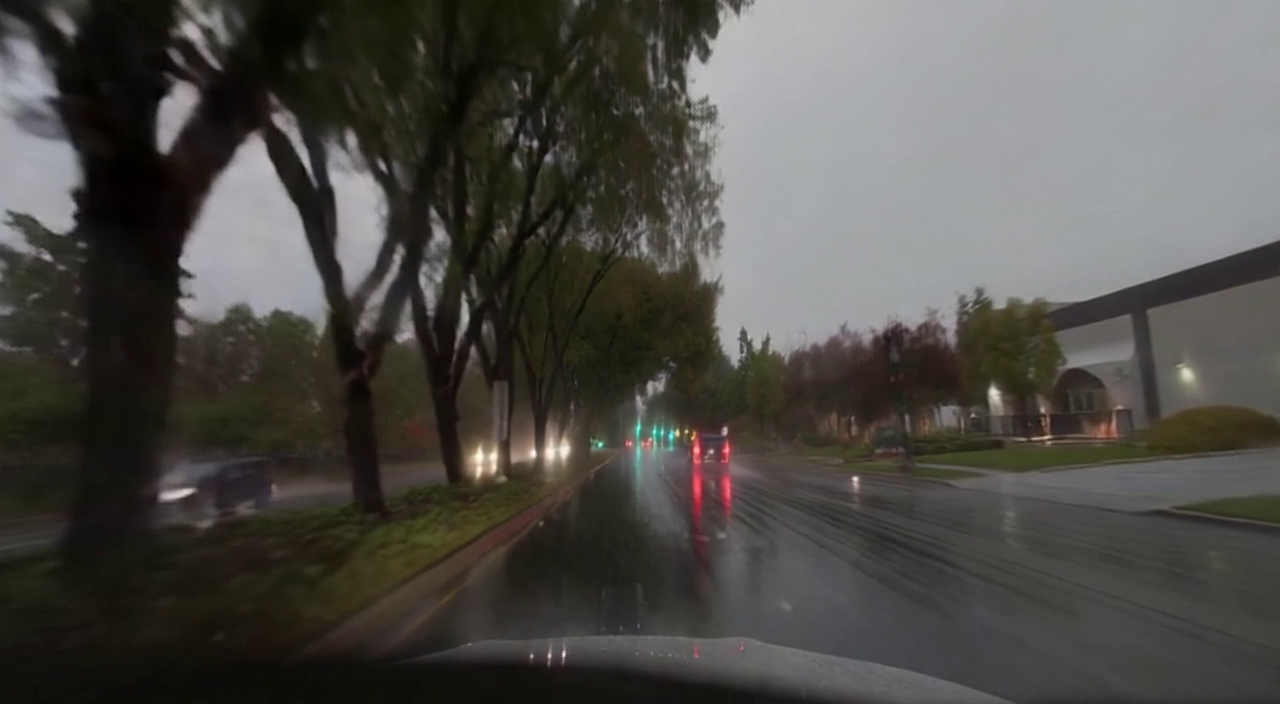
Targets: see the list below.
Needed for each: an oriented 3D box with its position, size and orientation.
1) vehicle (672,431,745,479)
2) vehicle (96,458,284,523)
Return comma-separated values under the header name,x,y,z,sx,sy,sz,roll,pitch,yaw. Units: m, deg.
name,x,y,z,sx,sy,sz,roll,pitch,yaw
vehicle,2.630,4.123,25.531,2.240,1.740,4.605,0,-8,-2
vehicle,-11.957,3.665,17.250,1.834,1.415,4.509,0,-8,0
